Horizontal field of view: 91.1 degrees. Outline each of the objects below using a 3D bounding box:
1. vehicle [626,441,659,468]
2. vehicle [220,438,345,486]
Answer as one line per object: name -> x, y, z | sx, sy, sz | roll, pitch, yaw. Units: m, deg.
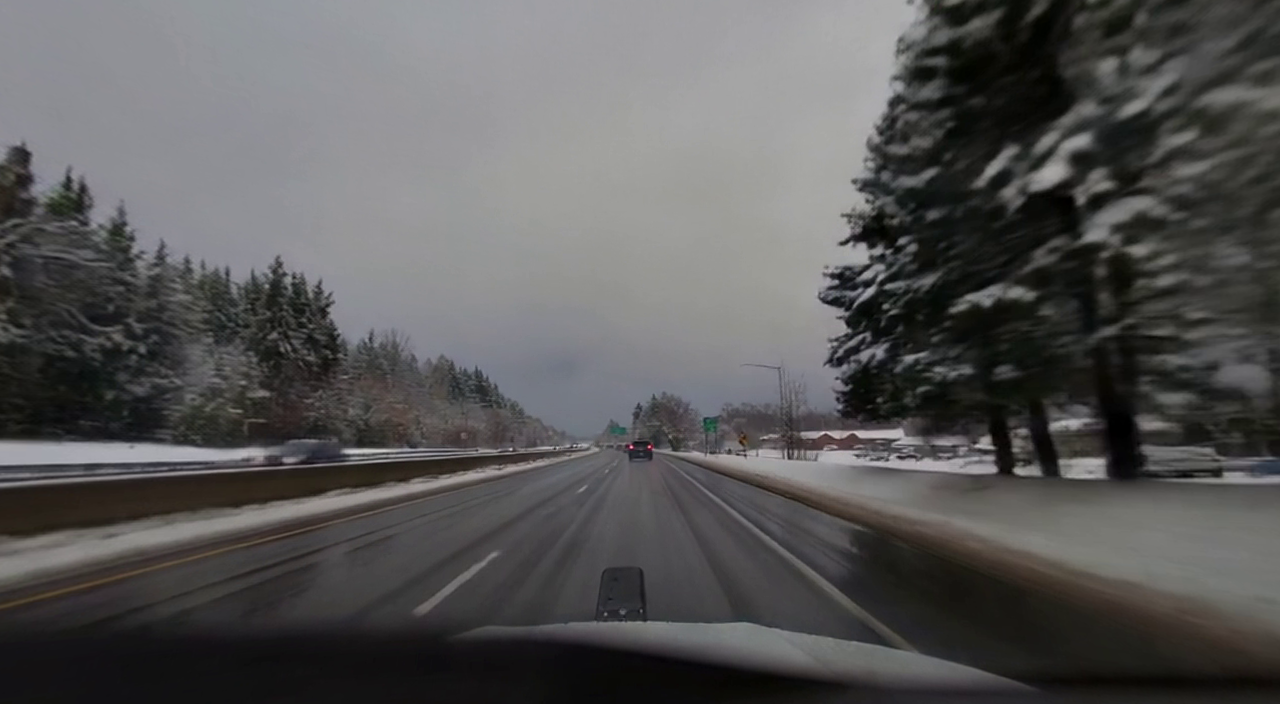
vehicle -> 0.139, 6.635, 40.871 | 2.029, 1.666, 4.064 | 0, -8, -1
vehicle -> -13.605, 4.198, 24.296 | 2.236, 1.670, 4.389 | 0, -8, 0
